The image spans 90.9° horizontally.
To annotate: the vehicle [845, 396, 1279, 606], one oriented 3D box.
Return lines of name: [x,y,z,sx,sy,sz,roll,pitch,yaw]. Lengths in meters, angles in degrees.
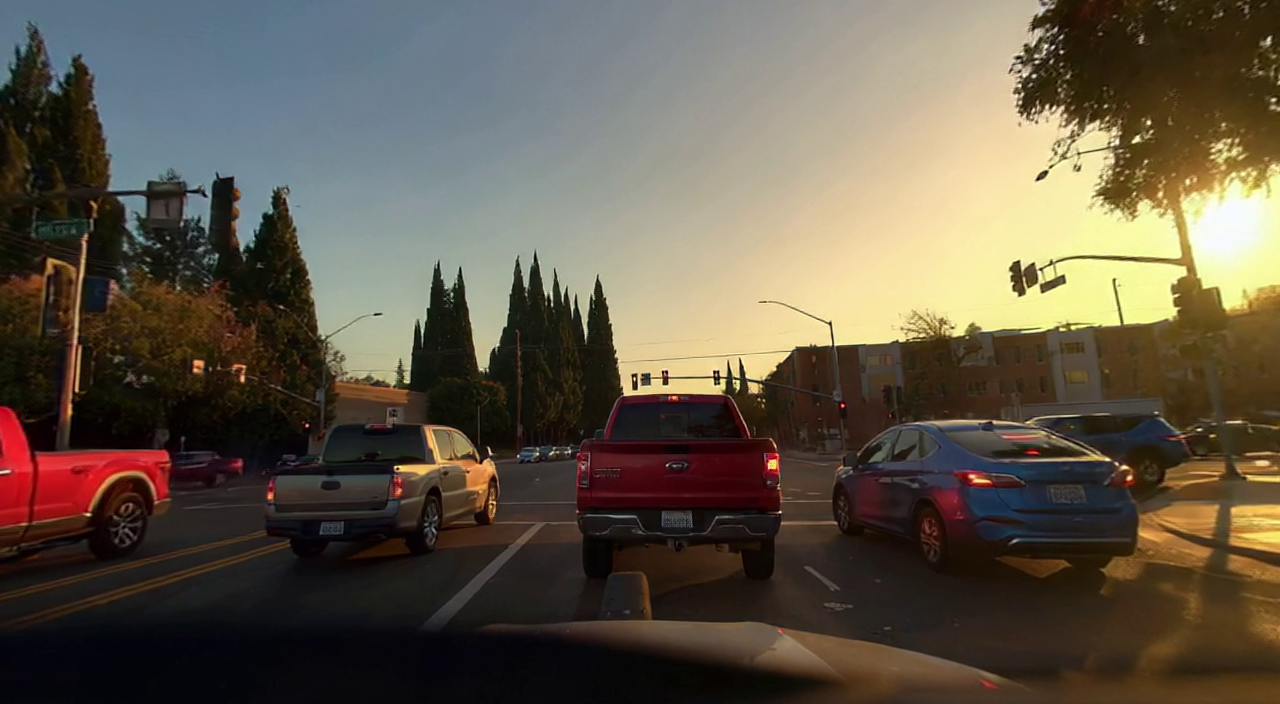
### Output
vehicle: [4.049,1.498,7.186,1.984,1.659,4.226,0,-8,0]

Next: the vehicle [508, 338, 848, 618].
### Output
vehicle: [0.323,1.271,7.150,2.505,2.084,4.768,0,-8,1]

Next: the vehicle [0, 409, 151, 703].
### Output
vehicle: [-3.388,0.708,0.647,1.998,1.481,4.656,0,-8,1]

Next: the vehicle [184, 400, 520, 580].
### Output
vehicle: [-3.289,1.694,8.584,2.125,1.739,4.707,0,-8,3]
